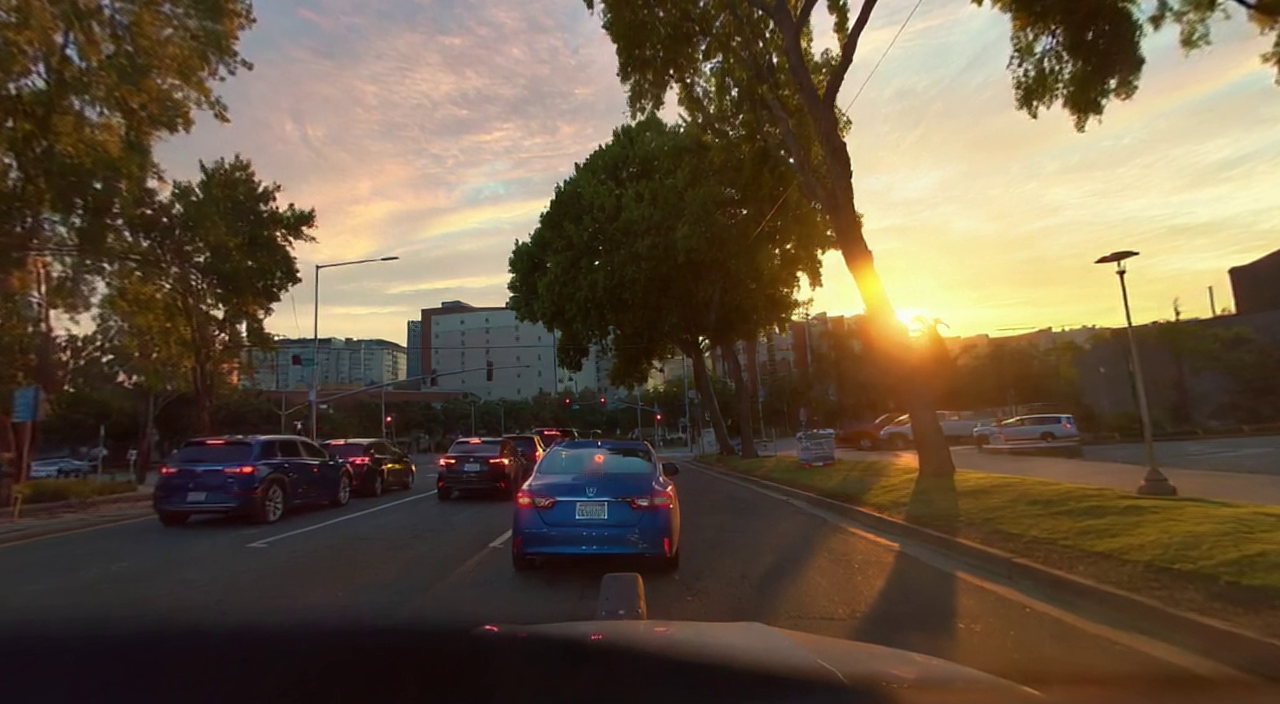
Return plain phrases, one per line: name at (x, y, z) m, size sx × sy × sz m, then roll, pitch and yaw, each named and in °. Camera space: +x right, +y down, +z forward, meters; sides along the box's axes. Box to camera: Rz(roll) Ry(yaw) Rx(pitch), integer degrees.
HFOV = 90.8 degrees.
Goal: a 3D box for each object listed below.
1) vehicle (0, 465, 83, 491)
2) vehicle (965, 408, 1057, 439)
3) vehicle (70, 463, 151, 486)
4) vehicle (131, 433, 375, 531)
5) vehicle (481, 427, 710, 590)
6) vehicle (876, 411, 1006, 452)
vehicle at (-36.626, 7.602, 38.170) m, size 4.093 × 1.440 × 1.804 m, roll 0°, pitch -9°, yaw -1°
vehicle at (26.583, 5.151, 45.358) m, size 5.333 × 1.880 × 2.130 m, roll -8°, pitch -10°, yaw 35°
vehicle at (-36.383, 8.414, 43.488) m, size 3.918 × 1.423 × 1.861 m, roll 0°, pitch -9°, yaw 1°
vehicle at (-7.270, 2.463, 12.560) m, size 2.096 × 1.593 × 4.288 m, roll 0°, pitch -9°, yaw 0°
vehicle at (-0.410, 1.744, 7.849) m, size 2.104 × 1.472 × 3.946 m, roll 0°, pitch -9°, yaw 0°
vehicle at (13.921, 3.738, 29.438) m, size 4.975 × 1.809 × 1.956 m, roll 0°, pitch -9°, yaw 1°
